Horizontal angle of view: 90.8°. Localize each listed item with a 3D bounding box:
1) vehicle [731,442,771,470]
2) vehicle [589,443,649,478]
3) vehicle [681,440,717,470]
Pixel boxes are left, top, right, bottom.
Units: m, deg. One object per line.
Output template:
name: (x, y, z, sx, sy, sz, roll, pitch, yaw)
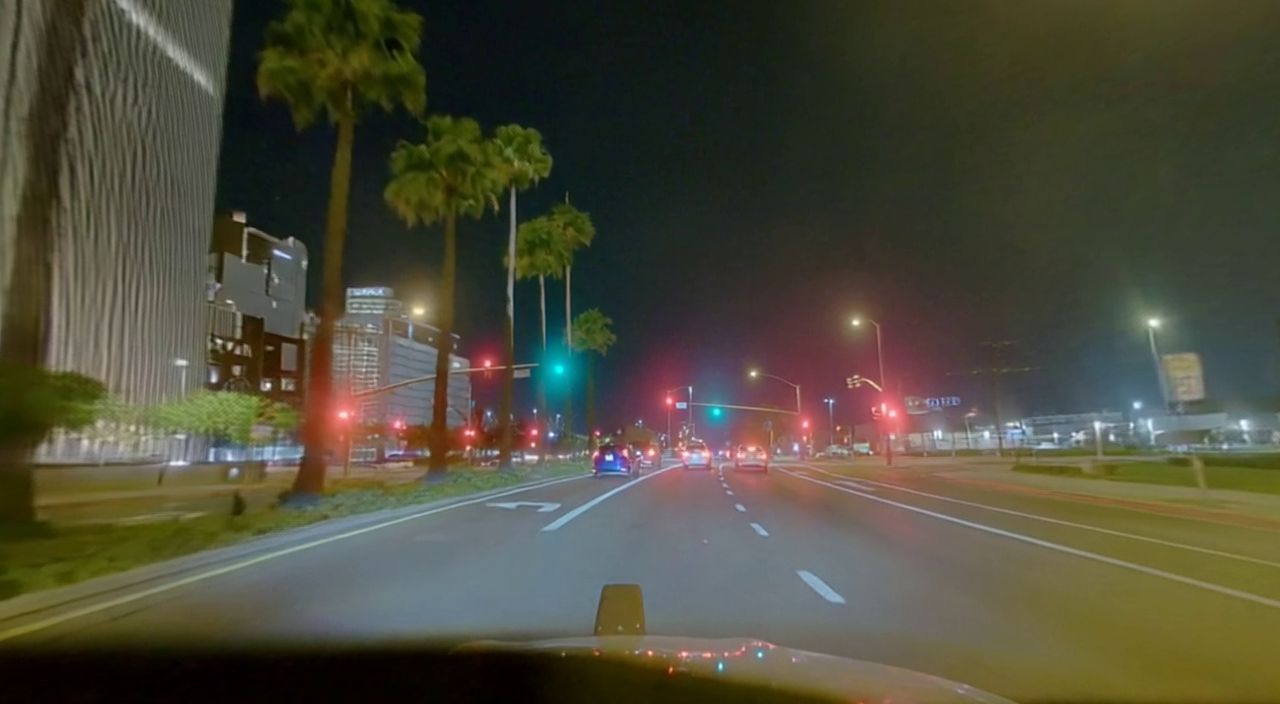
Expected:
vehicle: (6.449, 6.079, 37.012, 1.936, 1.567, 3.896, -1, -9, 4)
vehicle: (-0.866, 4.921, 28.962, 1.962, 1.480, 4.605, -1, -9, 8)
vehicle: (3.694, 6.316, 38.951, 2.060, 1.730, 4.257, -1, -9, 7)
